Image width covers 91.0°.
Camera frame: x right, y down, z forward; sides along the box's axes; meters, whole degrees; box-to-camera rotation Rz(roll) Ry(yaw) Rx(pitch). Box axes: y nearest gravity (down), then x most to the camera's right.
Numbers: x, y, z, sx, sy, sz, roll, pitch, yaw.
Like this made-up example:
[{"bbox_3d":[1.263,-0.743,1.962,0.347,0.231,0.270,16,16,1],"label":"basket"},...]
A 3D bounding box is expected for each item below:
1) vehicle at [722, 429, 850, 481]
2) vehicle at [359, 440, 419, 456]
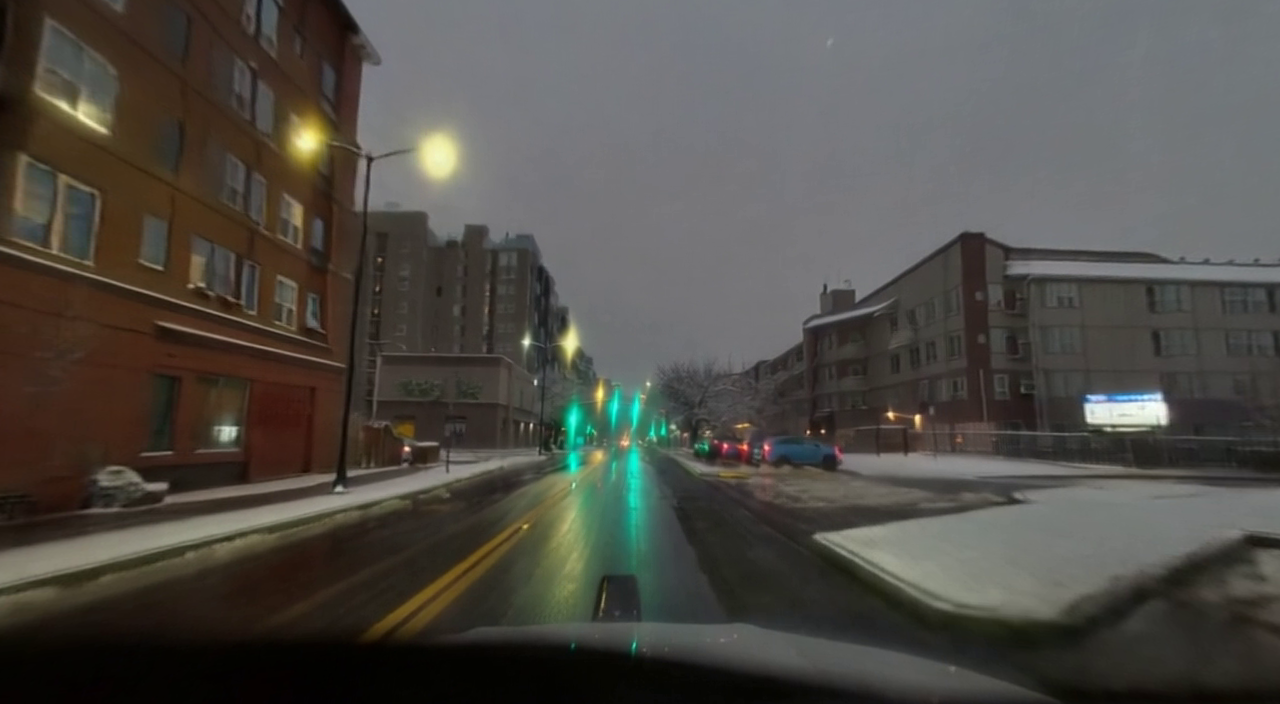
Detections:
[{"bbox_3d":[4.826,3.331,20.739,3.844,1.524,1.847,4,-9,-31],"label":"vehicle"},{"bbox_3d":[-19.741,7.581,49.779,2.660,1.211,4.739,0,-8,1],"label":"vehicle"}]
